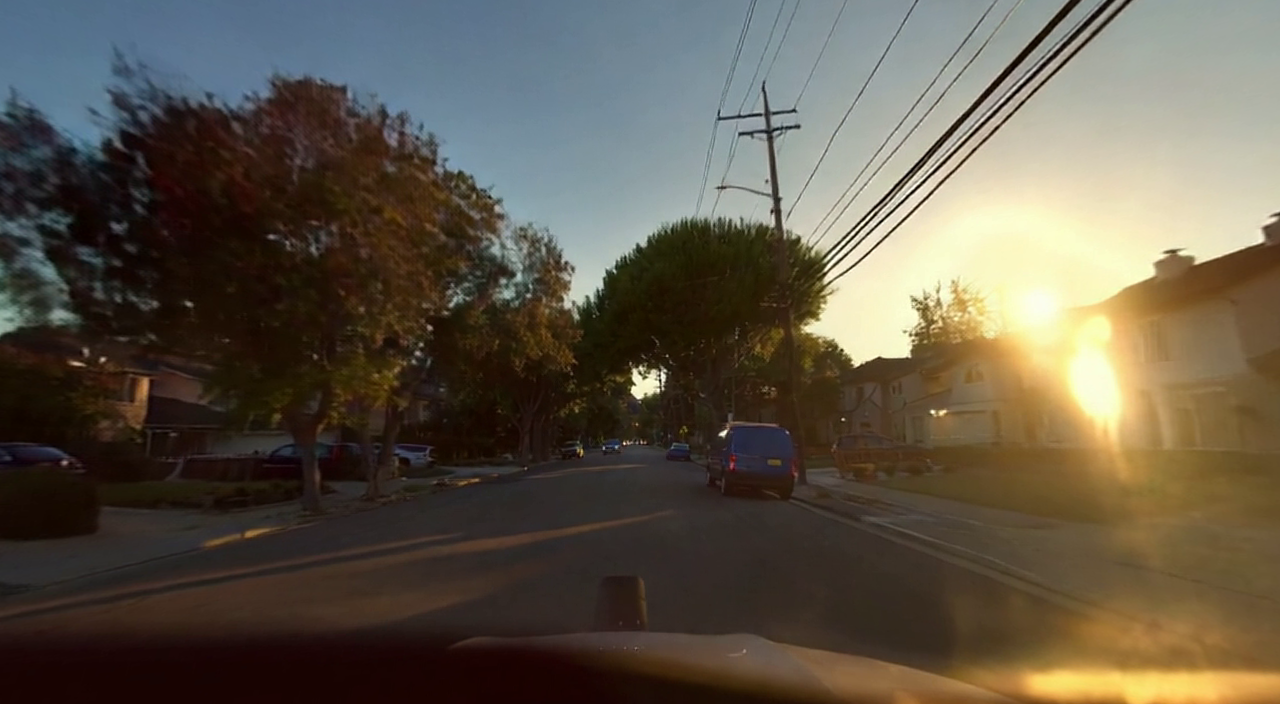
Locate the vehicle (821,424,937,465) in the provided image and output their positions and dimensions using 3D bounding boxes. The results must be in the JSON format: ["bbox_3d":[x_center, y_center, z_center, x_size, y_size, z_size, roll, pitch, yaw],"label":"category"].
[{"bbox_3d":[11.007,4.290,29.378,4.602,1.799,1.859,0,-8,-1],"label":"vehicle"}]

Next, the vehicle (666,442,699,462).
[{"bbox_3d":[3.166,7.602,48.315,1.944,1.439,4.500,1,-8,-4],"label":"vehicle"}]

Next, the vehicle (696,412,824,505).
[{"bbox_3d":[2.930,2.786,16.886,2.311,2.069,5.156,0,-8,-1],"label":"vehicle"}]

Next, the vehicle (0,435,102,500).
[{"bbox_3d":[-18.457,3.247,17.968,4.414,1.731,2.008,0,-8,1],"label":"vehicle"}]

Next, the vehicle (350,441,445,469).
[{"bbox_3d":[-13.319,5.679,34.892,4.443,1.475,1.932,0,-8,-2],"label":"vehicle"}]

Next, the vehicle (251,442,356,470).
[{"bbox_3d":[-18.407,5.675,34.707,4.615,1.482,2.073,0,-8,1],"label":"vehicle"}]
